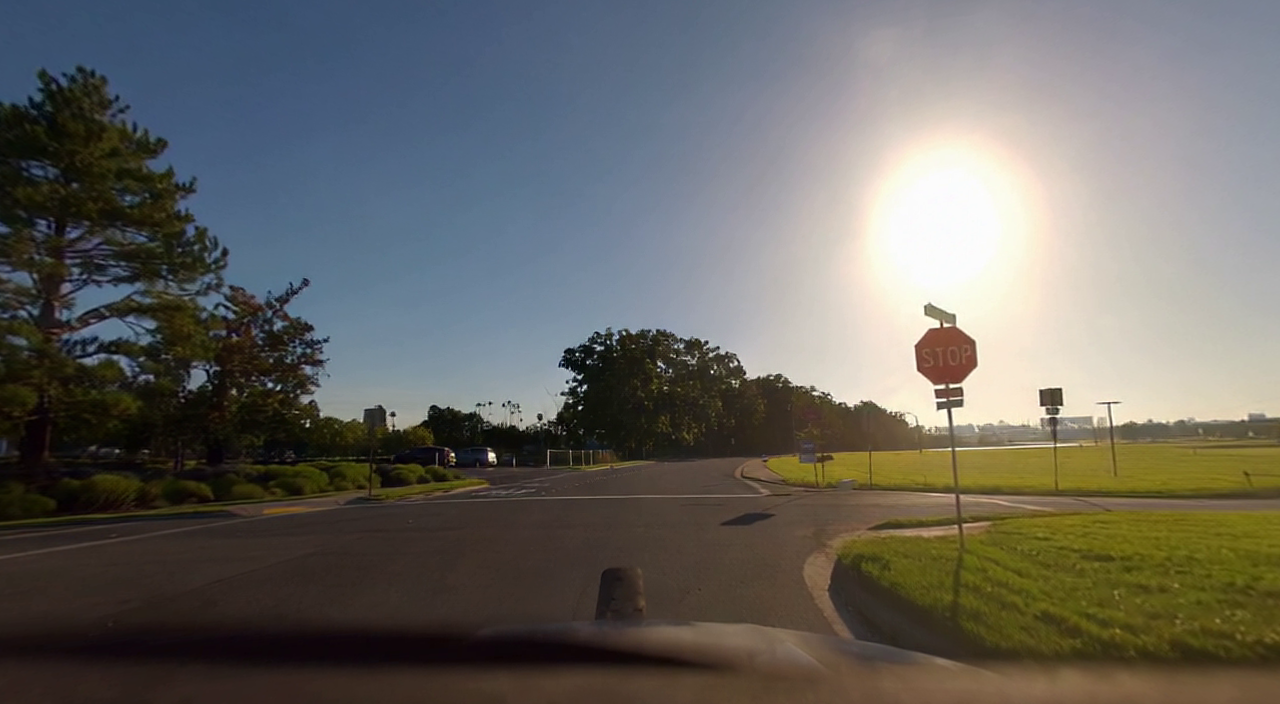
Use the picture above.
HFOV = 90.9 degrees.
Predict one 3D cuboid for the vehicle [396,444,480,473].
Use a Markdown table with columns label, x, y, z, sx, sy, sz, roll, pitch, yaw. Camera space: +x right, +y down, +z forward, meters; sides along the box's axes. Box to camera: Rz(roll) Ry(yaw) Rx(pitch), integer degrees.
| label | x | y | z | sx | sy | sz | roll | pitch | yaw |
| --- | --- | --- | --- | --- | --- | --- | --- | --- | --- |
| vehicle | -12.683 | 6.696 | 39.714 | 4.590 | 1.735 | 1.973 | 0 | -9 | 2 |
